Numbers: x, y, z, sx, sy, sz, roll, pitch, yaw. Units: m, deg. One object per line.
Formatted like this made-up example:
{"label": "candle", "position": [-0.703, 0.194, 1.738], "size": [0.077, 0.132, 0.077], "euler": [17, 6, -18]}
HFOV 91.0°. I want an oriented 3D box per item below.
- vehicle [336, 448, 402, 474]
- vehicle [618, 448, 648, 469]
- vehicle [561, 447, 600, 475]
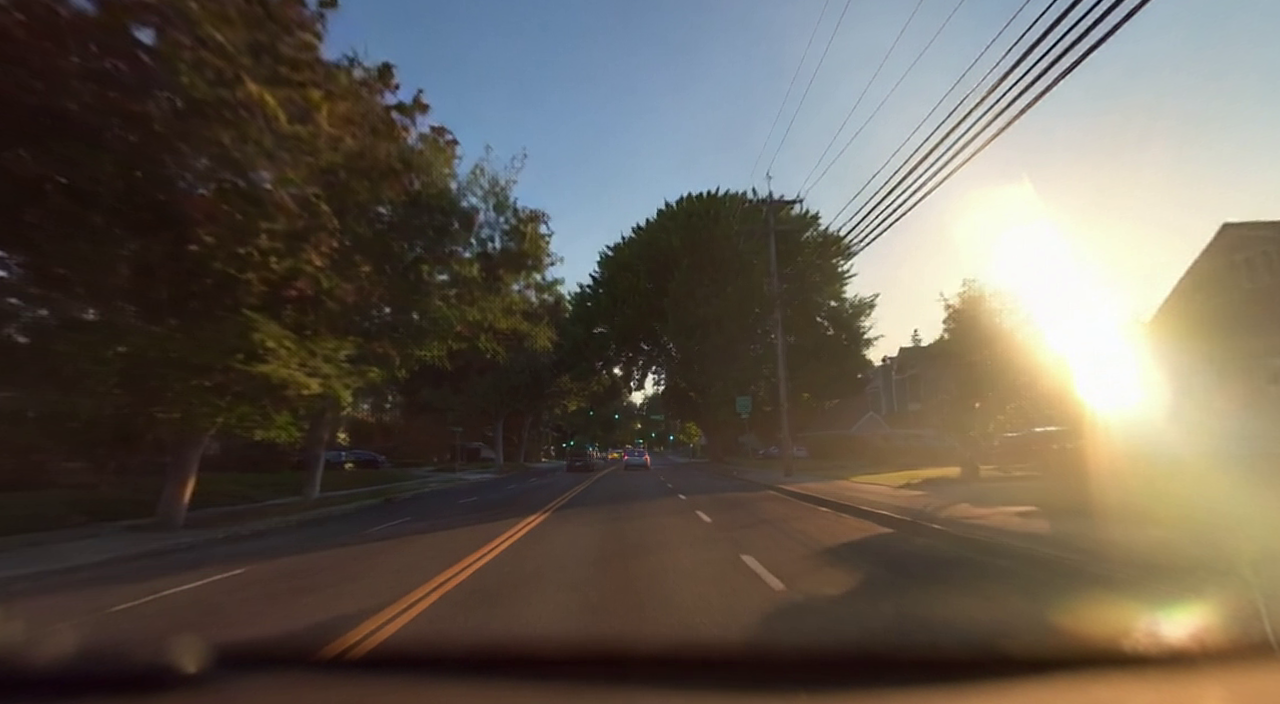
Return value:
{"label": "vehicle", "position": [-20.090, 8.031, 46.628], "size": [4.611, 1.837, 2.140], "euler": [-5, -10, 32]}
{"label": "vehicle", "position": [-0.532, 7.799, 46.234], "size": [2.093, 1.497, 4.010], "euler": [0, -9, -1]}
{"label": "vehicle", "position": [-3.740, 6.941, 40.261], "size": [2.017, 1.634, 4.479], "euler": [-1, -9, 1]}
